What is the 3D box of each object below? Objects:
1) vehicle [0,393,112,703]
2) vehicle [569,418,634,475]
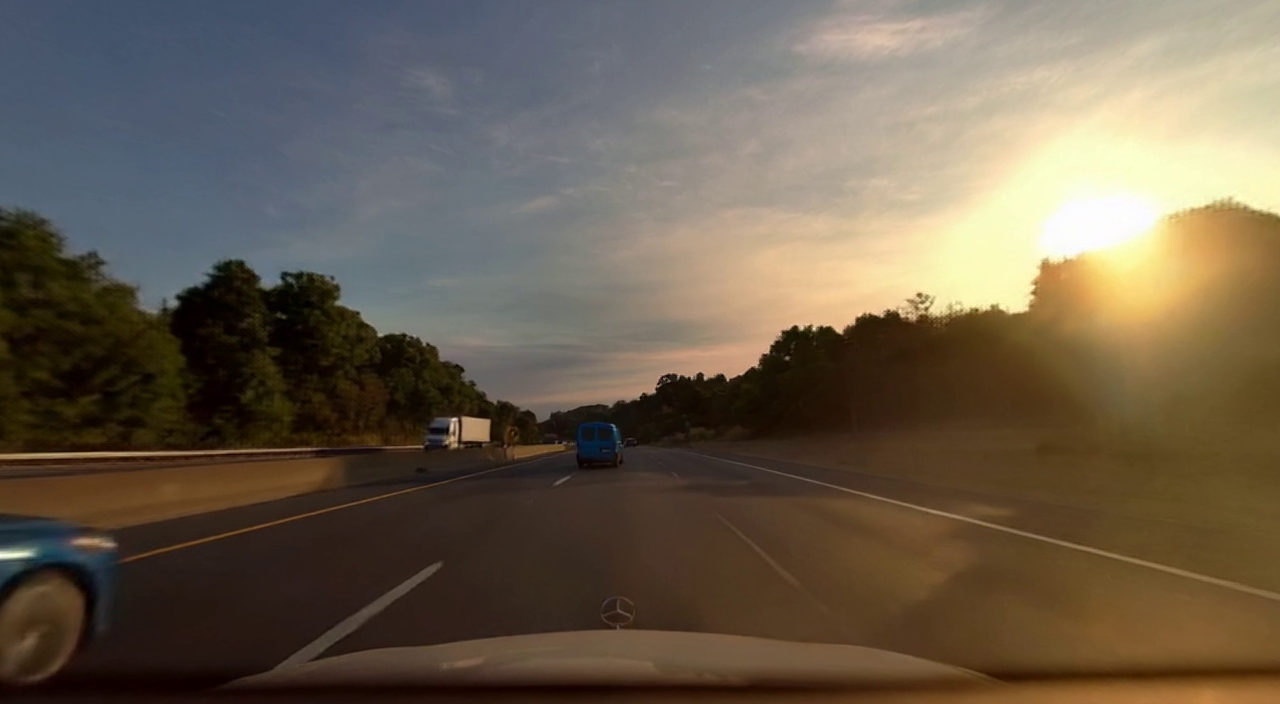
[{"bbox_3d":[-3.984,0.746,1.044,2.096,1.537,4.700,0,-7,1],"label":"vehicle"},{"bbox_3d":[-1.415,3.739,25.164,2.297,2.011,4.736,0,-8,0],"label":"vehicle"}]
